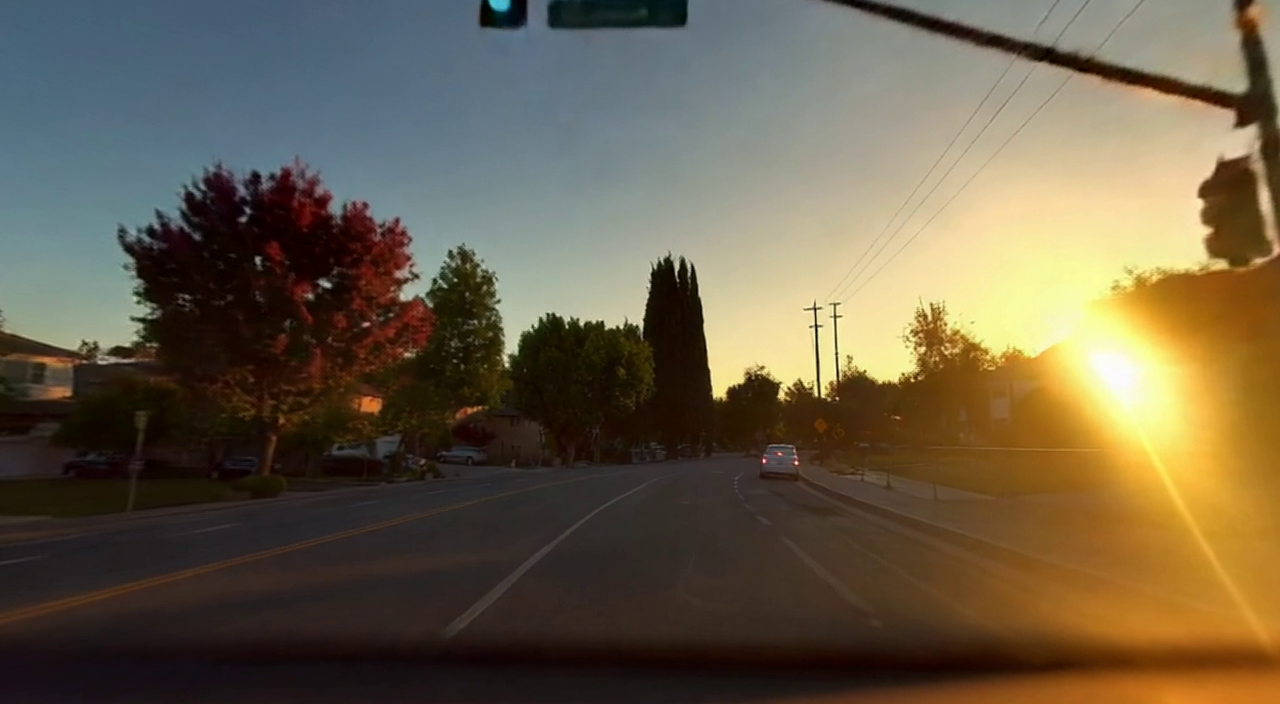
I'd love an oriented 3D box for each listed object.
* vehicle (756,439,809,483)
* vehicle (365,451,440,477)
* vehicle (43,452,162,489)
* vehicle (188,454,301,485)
[{"bbox_3d":[6.256,4.815,28.166,1.989,1.782,4.351,-1,-9,9],"label":"vehicle"},{"bbox_3d":[-15.441,7.270,41.146,4.284,1.549,1.828,-2,-9,15],"label":"vehicle"},{"bbox_3d":[-26.906,5.915,31.731,4.164,1.720,2.019,0,-7,3],"label":"vehicle"},{"bbox_3d":[-19.852,5.885,31.810,4.658,1.482,1.879,-2,-9,10],"label":"vehicle"}]
